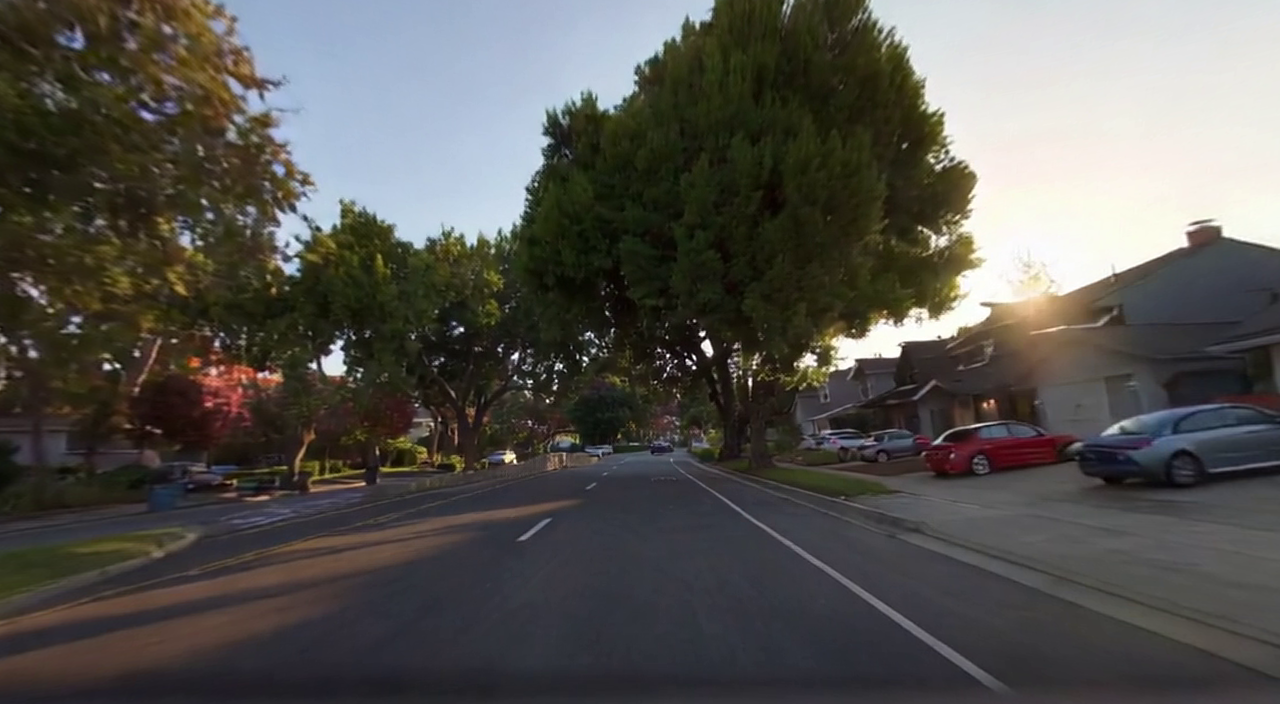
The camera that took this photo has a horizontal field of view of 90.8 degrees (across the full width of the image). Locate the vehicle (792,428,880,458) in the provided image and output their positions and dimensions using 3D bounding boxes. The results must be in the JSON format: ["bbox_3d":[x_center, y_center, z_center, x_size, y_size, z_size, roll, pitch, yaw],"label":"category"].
[{"bbox_3d":[14.112,6.564,45.583,5.541,2.060,2.416,-5,-10,31],"label":"vehicle"}]

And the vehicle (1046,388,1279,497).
[{"bbox_3d":[11.796,1.824,13.170,5.034,1.826,2.012,-5,-9,4],"label":"vehicle"}]

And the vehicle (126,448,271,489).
[{"bbox_3d":[-20.110,5.298,28.949,5.044,1.782,2.152,0,-8,3],"label":"vehicle"}]

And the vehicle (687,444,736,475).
[{"bbox_3d":[3.772,5.728,34.050,2.104,1.524,4.524,0,-8,0],"label":"vehicle"}]

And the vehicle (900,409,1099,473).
[{"bbox_3d":[11.810,2.965,21.039,5.283,1.570,2.122,-5,-8,-3],"label":"vehicle"}]

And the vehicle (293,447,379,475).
[{"bbox_3d":[-20.625,7.383,42.989,4.753,1.796,2.101,-1,-8,5],"label":"vehicle"}]
